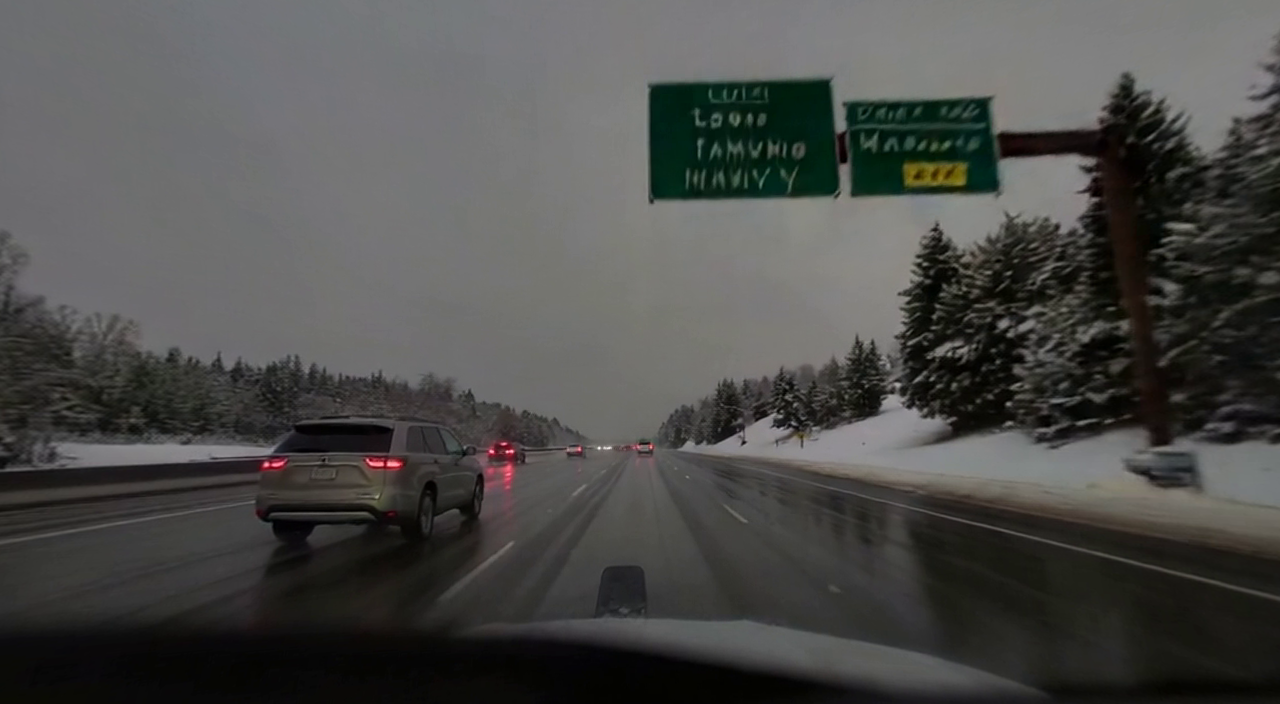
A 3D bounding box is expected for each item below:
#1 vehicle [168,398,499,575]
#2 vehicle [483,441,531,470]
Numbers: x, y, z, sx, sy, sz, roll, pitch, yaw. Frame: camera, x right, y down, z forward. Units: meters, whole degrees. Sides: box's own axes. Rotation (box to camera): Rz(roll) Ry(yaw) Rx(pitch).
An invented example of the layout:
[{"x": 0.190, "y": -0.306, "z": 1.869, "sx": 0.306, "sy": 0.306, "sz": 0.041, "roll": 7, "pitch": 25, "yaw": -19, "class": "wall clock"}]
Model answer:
[{"x": -3.566, "y": 1.675, "z": 8.591, "sx": 2.214, "sy": 1.759, "sz": 4.435, "roll": 0, "pitch": -8, "yaw": 1, "class": "vehicle"}, {"x": -7.620, "y": 5.967, "z": 36.484, "sx": 1.871, "sy": 1.542, "sz": 4.371, "roll": 0, "pitch": -8, "yaw": 0, "class": "vehicle"}]
